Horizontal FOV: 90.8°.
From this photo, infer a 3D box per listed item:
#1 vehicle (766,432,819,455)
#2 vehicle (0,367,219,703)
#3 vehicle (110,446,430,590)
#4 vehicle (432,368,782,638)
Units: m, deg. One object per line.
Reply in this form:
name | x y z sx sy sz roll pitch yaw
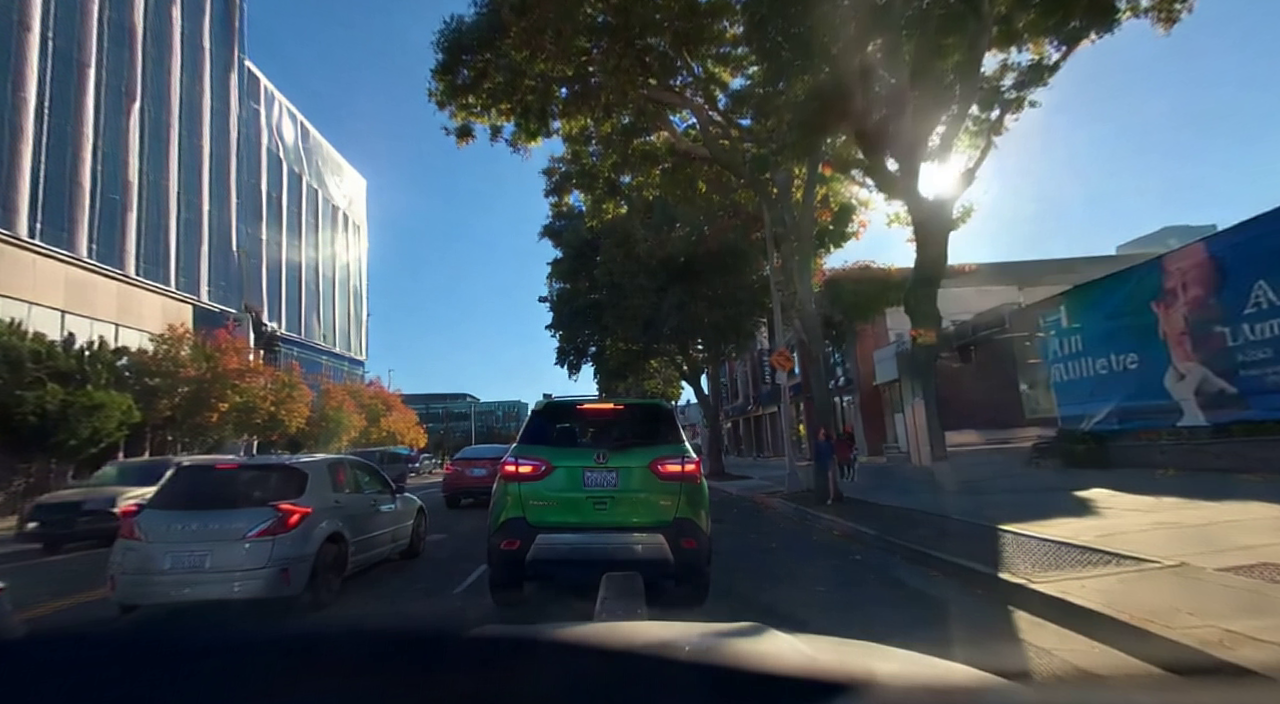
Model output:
vehicle | 10.231 6.155 42.154 1.877 1.416 3.965 -8 -12 38
vehicle | -3.174 0.723 1.044 1.971 1.658 4.428 0 -8 -2
vehicle | -4.561 2.047 8.799 1.876 1.448 4.464 0 -8 -2
vehicle | -0.373 1.404 6.866 2.531 1.930 4.382 0 -8 -4
